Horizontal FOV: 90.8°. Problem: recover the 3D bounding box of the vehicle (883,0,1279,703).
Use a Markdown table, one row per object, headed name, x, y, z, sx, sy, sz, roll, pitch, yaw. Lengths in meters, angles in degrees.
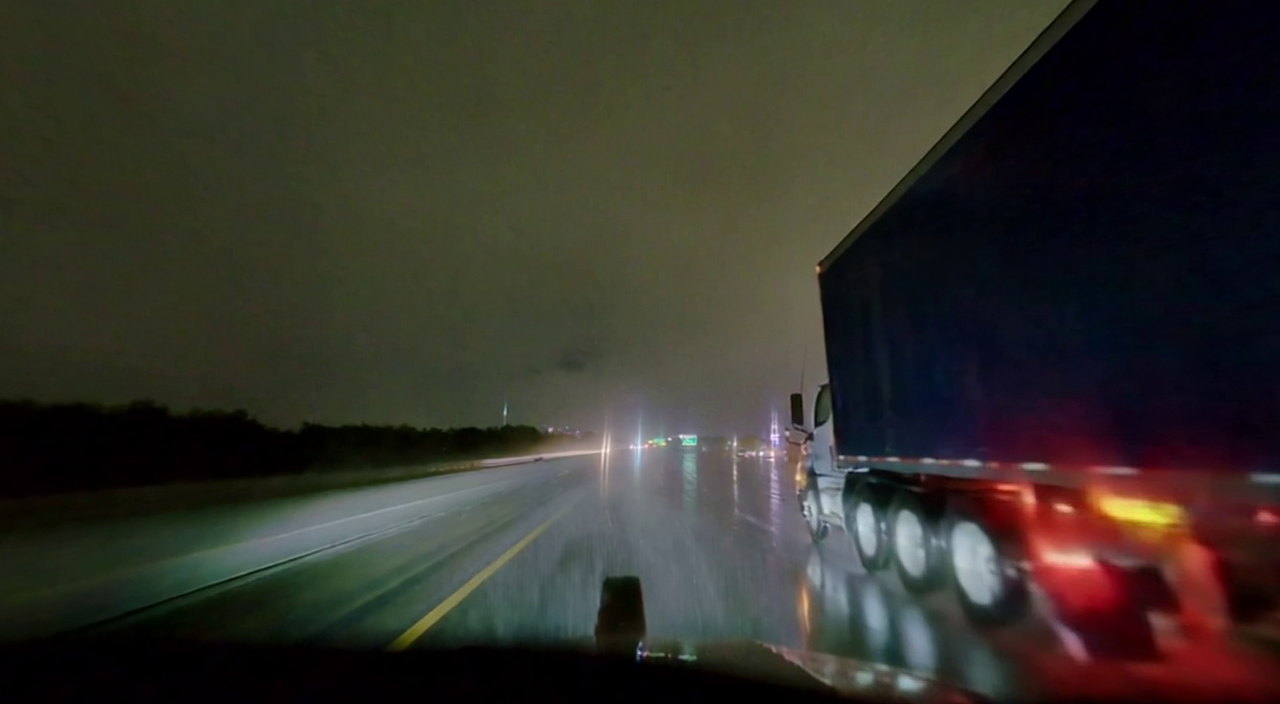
| name | x | y | z | sx | sy | sz | roll | pitch | yaw |
| --- | --- | --- | --- | --- | --- | --- | --- | --- | --- |
| vehicle | 4.187 | -0.645 | 0.340 | 2.937 | 4.082 | 12.918 | 0 | -9 | 0 |
